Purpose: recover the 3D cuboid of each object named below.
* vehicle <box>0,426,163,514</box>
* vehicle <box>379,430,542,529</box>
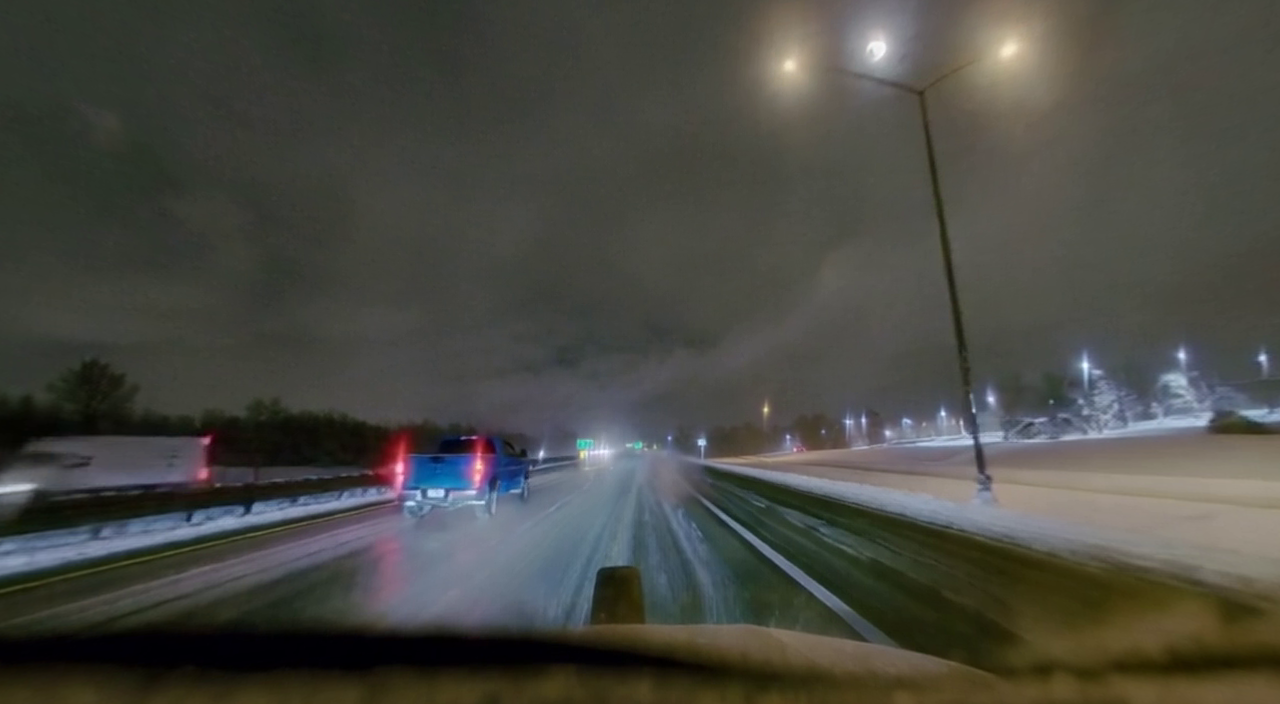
[{"bbox_3d":[-20.162,3.929,21.371,2.250,2.581,7.167,0,-9,-1],"label":"vehicle"},{"bbox_3d":[-3.516,2.598,13.375,2.152,1.717,4.423,0,-9,0],"label":"vehicle"}]
